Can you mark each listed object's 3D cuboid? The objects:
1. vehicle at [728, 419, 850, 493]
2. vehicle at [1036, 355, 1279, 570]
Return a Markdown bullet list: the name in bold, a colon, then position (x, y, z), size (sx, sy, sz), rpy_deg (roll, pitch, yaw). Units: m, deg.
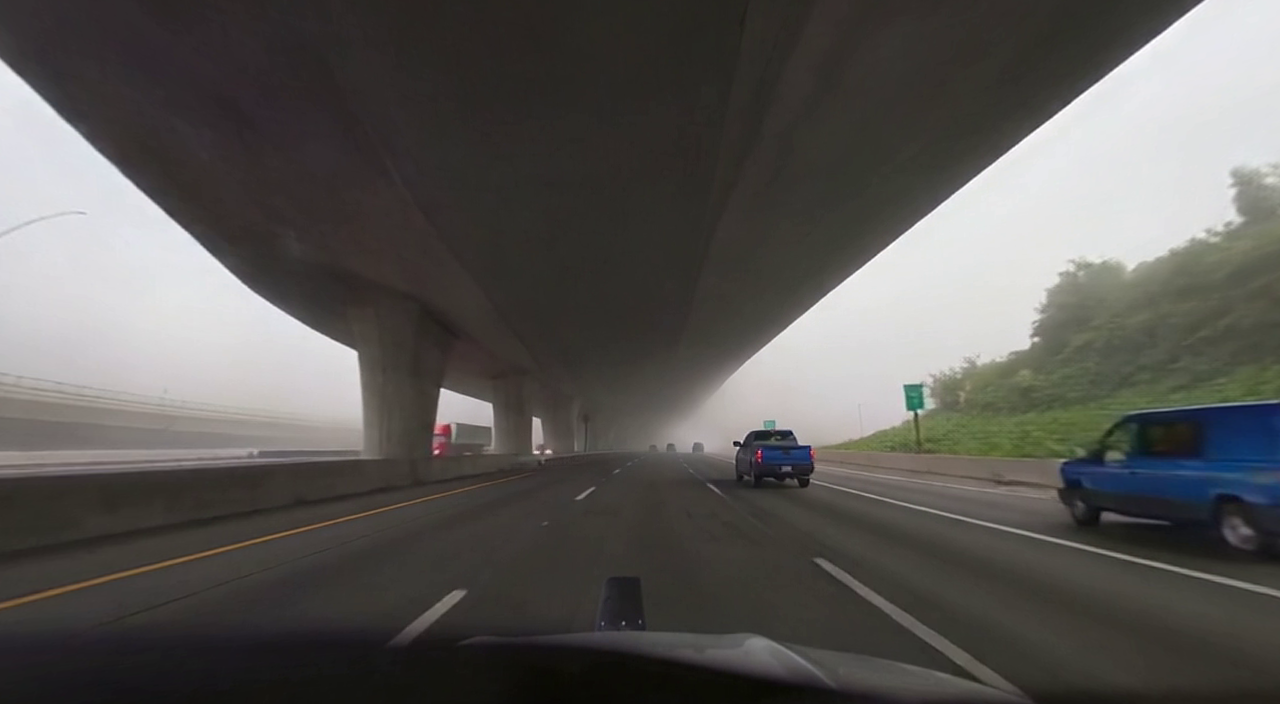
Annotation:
- **vehicle**: position (4.531, 3.294, 20.330), size (2.505, 2.020, 5.532), rpy_deg (0, -8, -1)
- **vehicle**: position (8.057, 1.393, 8.171), size (2.229, 2.317, 5.399), rpy_deg (0, -8, -1)
